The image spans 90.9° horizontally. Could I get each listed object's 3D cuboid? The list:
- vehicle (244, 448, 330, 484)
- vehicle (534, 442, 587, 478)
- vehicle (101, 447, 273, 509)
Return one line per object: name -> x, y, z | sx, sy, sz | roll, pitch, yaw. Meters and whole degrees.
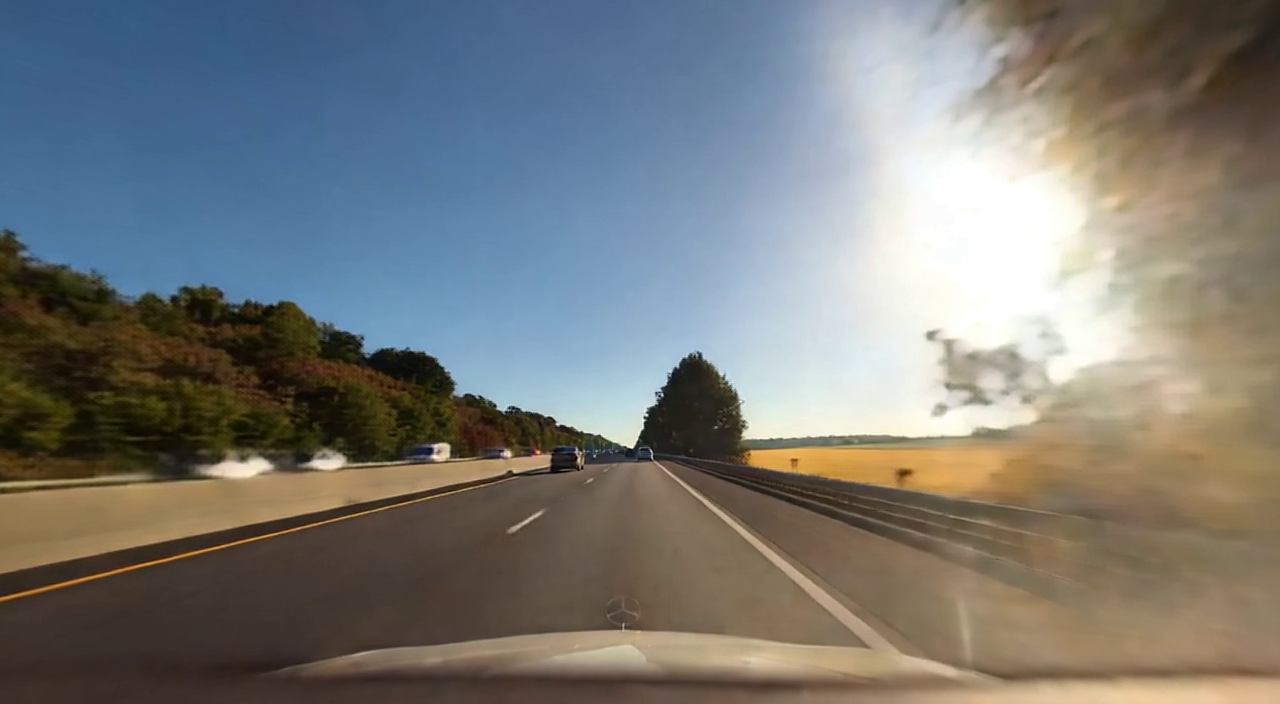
vehicle -> -16.891, 5.463, 30.389 | 1.825, 1.578, 4.022 | 0, -9, 0
vehicle -> -4.005, 5.539, 32.518 | 2.095, 1.664, 4.305 | 0, -9, 1
vehicle -> -12.672, 3.515, 18.036 | 1.857, 1.533, 4.082 | 0, -9, 0
